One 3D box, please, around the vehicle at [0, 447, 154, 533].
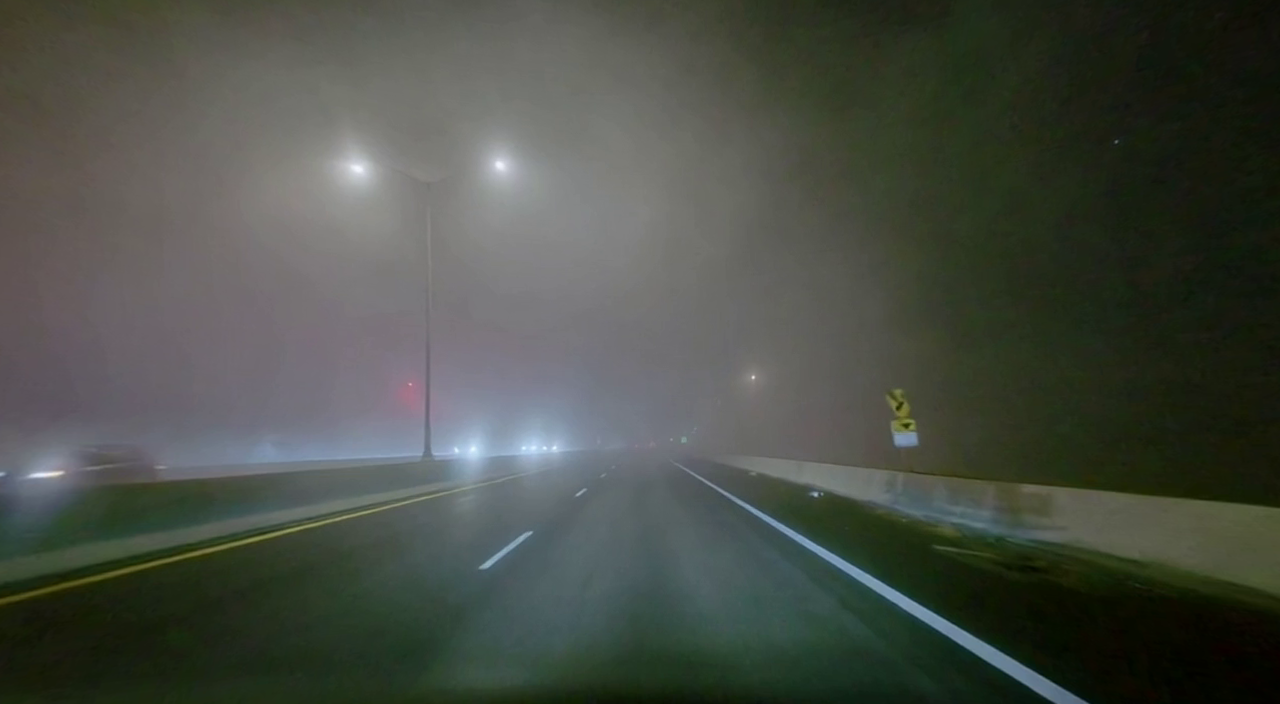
[{"bbox_3d":[-12.048,2.623,12.354,1.792,1.468,3.946,0,-8,0],"label":"vehicle"}]
